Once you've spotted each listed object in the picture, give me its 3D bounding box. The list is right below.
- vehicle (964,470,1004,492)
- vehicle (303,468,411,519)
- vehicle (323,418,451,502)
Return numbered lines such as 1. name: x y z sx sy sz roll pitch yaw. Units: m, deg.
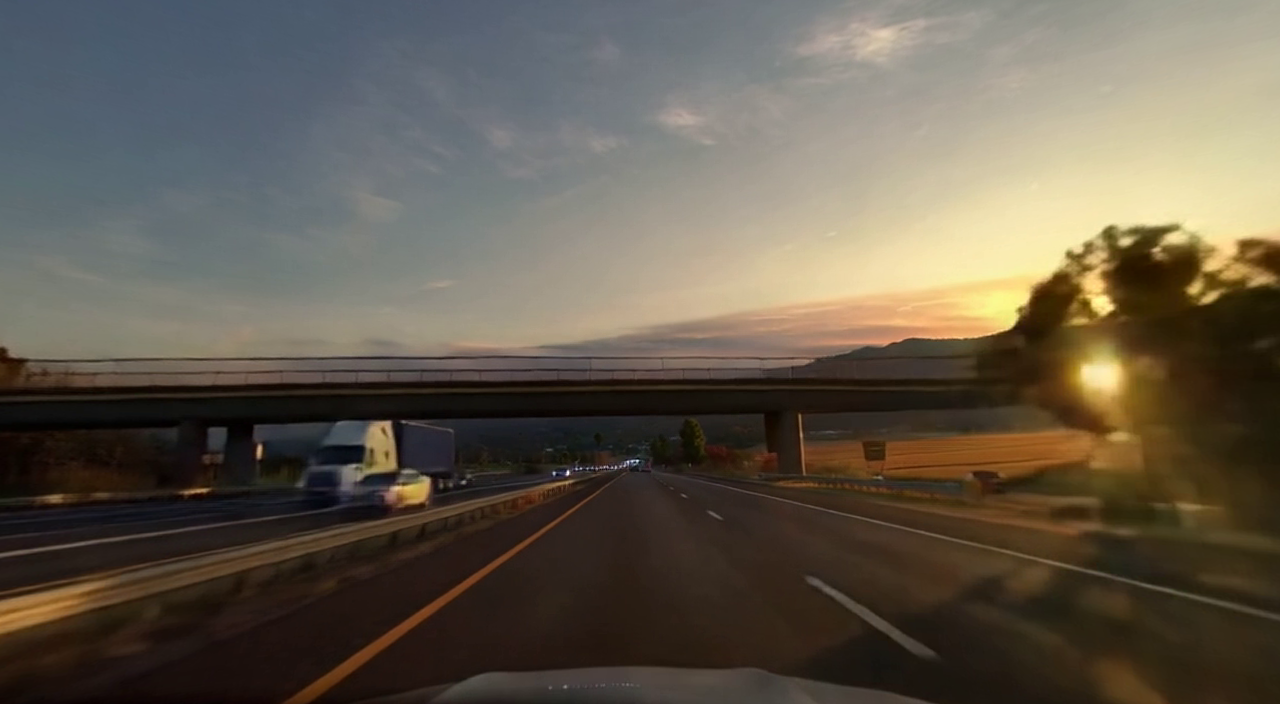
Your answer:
1. vehicle: 26.902 10.061 49.357 1.951 1.616 4.175 -3 -11 18
2. vehicle: -8.995 4.503 20.371 1.716 1.429 3.637 1 -10 1
3. vehicle: -13.365 5.965 34.531 2.933 3.849 9.640 1 -10 0
